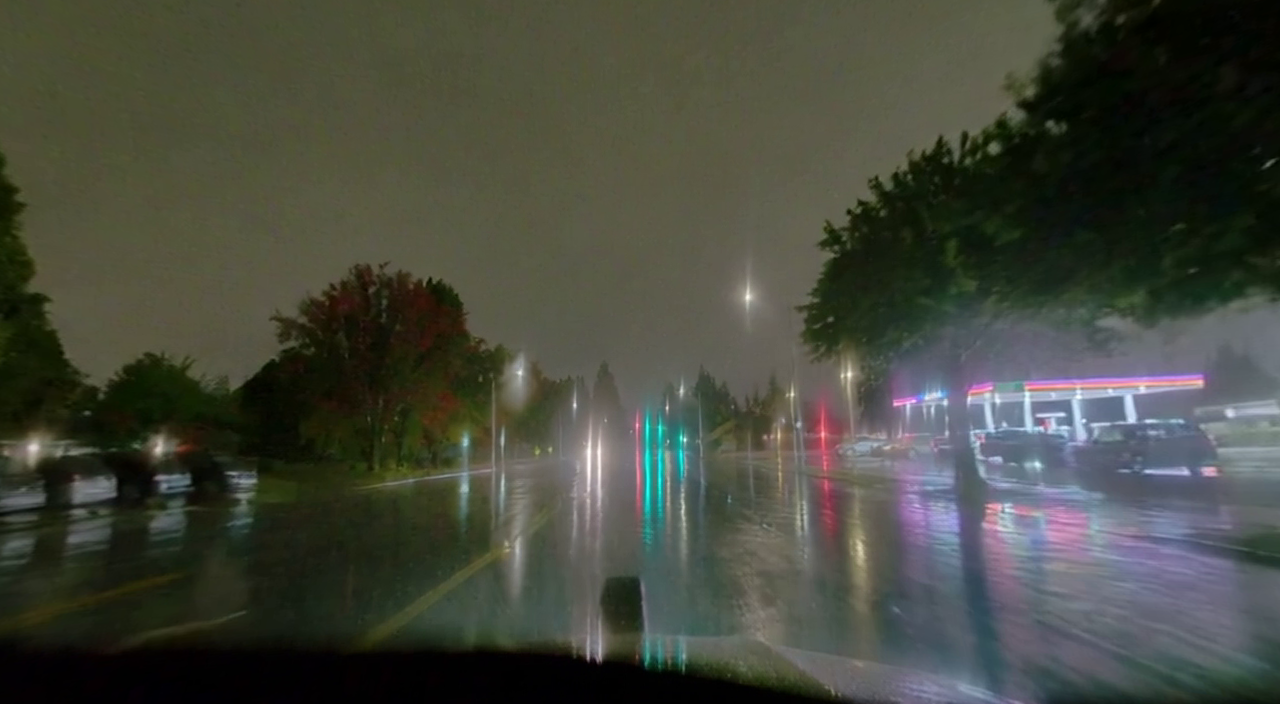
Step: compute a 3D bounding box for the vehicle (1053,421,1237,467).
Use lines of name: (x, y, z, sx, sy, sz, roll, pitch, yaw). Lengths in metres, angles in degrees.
vehicle: (17.241, 3.174, 21.778, 4.545, 1.443, 1.976, -1, -8, 2)

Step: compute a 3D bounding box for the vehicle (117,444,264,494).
vehicle: (-19.822, 5.153, 28.338, 2.280, 1.968, 5.805, 0, -8, 0)

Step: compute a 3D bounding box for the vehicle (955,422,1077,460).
vehicle: (17.613, 4.176, 29.749, 4.426, 1.700, 2.077, 0, -8, -4)
